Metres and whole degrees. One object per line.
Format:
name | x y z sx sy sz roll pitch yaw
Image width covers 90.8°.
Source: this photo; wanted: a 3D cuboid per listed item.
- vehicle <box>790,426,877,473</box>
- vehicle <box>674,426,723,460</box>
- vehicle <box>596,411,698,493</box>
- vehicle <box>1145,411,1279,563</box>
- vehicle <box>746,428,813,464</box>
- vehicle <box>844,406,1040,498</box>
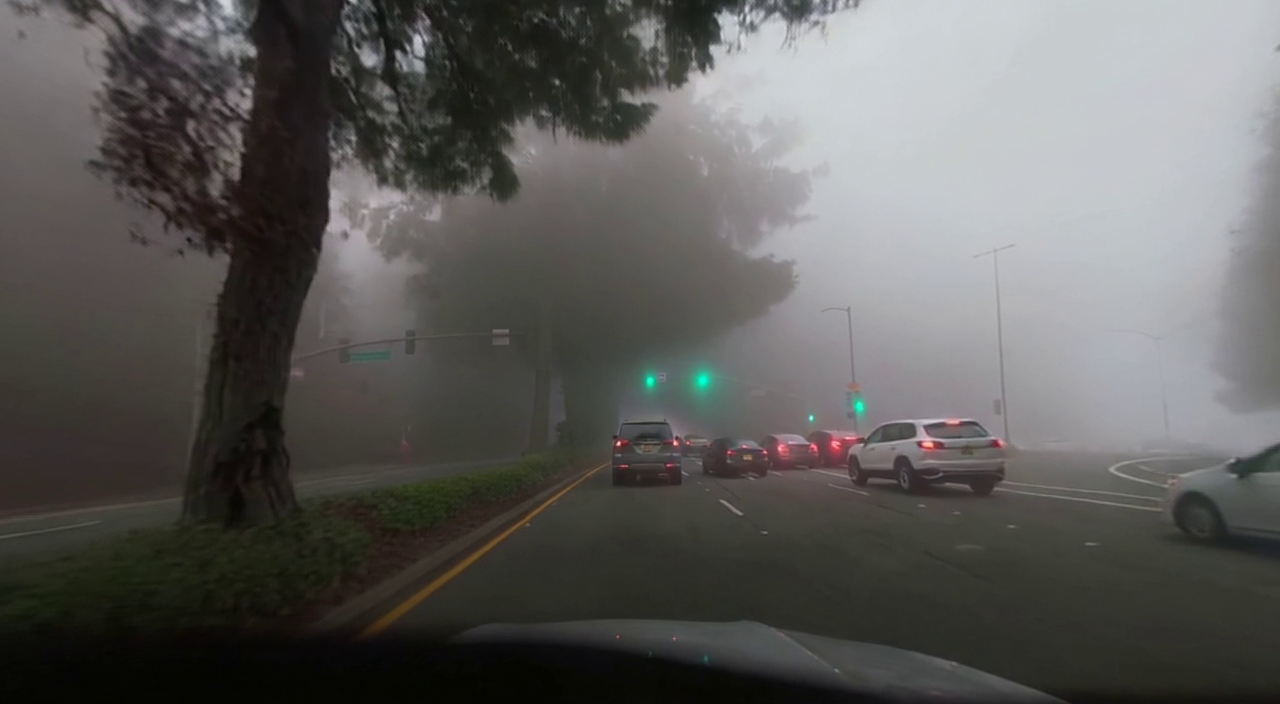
vehicle | 7.348 3.785 24.500 2.025 1.642 4.189 0 -9 0
vehicle | 3.323 5.350 36.902 2.388 1.833 4.506 0 -9 -1
vehicle | 0.159 2.641 16.808 2.353 1.894 4.122 0 -9 0
vehicle | 7.387 1.217 5.482 2.004 1.504 4.836 0 -9 0
vehicle | 7.368 5.042 33.894 2.440 1.775 4.791 0 -9 0
vehicle | 7.106 2.471 15.763 2.251 1.873 5.346 0 -9 0
